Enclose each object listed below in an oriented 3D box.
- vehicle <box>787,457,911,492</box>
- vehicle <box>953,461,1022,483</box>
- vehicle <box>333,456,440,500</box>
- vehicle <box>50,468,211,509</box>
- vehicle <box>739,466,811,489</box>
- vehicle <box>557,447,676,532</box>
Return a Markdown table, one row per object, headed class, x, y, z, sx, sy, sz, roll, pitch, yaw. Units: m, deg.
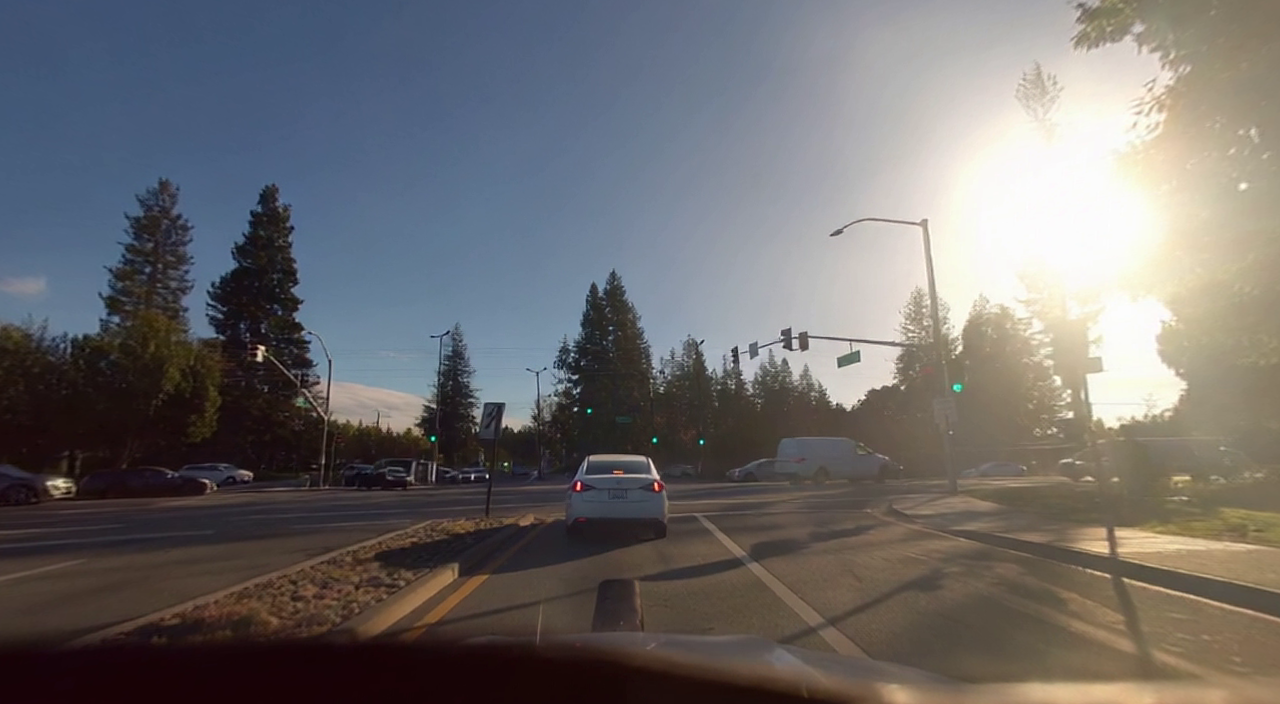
| class | x | y | z | sx | sy | sz | roll | pitch | yaw |
| --- | --- | --- | --- | --- | --- | --- | --- | --- | --- |
| vehicle | 9.331 | 5.484 | 28.472 | 4.838 | 1.449 | 2.077 | 1 | -9 | -7 |
| vehicle | 25.960 | 8.943 | 47.208 | 4.358 | 1.471 | 1.875 | 3 | -9 | -16 |
| vehicle | -11.643 | 5.734 | 29.009 | 4.355 | 1.789 | 2.175 | -5 | -10 | 28 |
| vehicle | -20.067 | 5.375 | 25.102 | 4.548 | 1.449 | 1.802 | 2 | -9 | -14 |
| vehicle | 9.061 | 8.412 | 42.524 | 4.254 | 1.359 | 1.895 | 2 | -9 | -16 |
| vehicle | -0.521 | 2.766 | 13.386 | 2.112 | 1.479 | 4.264 | 0 | -8 | -3 |
